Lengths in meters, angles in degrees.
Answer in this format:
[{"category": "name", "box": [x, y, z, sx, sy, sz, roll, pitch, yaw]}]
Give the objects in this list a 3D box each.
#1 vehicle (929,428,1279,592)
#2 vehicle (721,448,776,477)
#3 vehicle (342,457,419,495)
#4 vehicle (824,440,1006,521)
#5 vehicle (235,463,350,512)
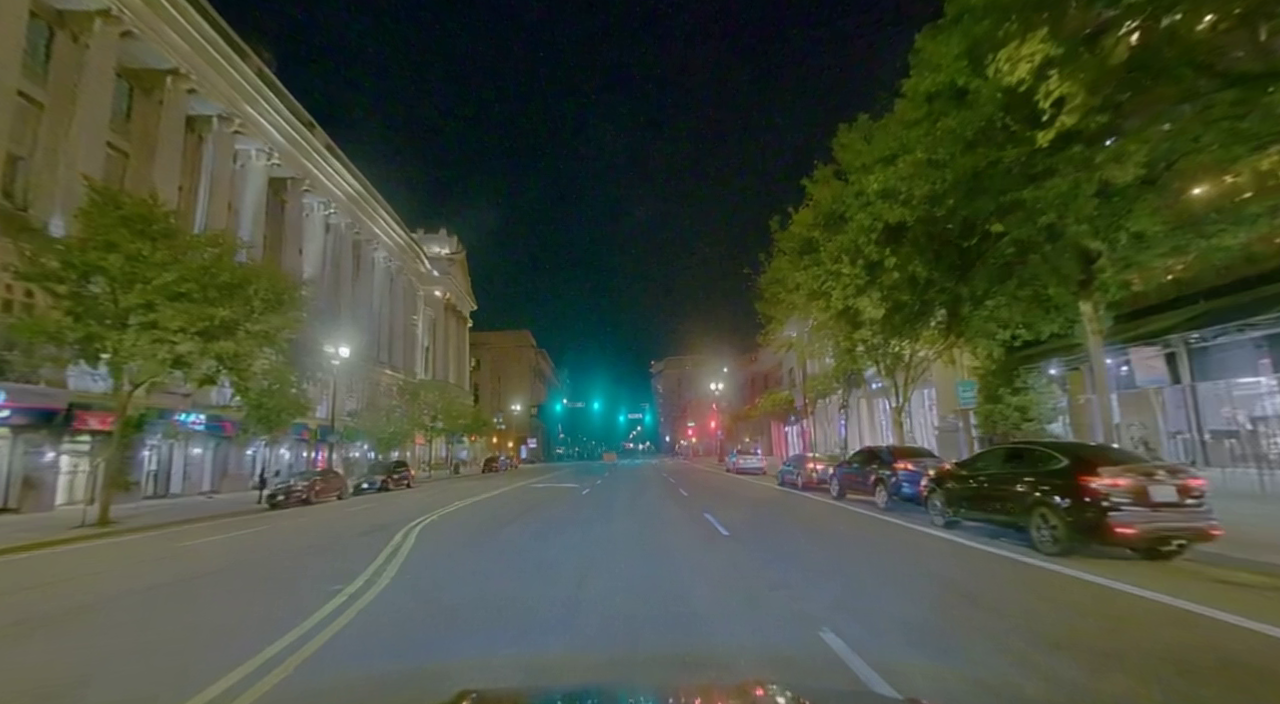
[{"category": "vehicle", "box": [6.037, 1.880, 8.530, 1.923, 1.554, 4.712, 0, -8, -2]}, {"category": "vehicle", "box": [5.982, 6.131, 35.339, 2.091, 1.445, 4.678, 0, -9, -2]}, {"category": "vehicle", "box": [-12.634, 6.037, 31.122, 1.911, 1.558, 4.793, -3, -9, -2]}, {"category": "vehicle", "box": [5.827, 2.751, 14.169, 1.849, 1.491, 4.626, 0, -9, -2]}, {"category": "vehicle", "box": [-12.628, 4.919, 23.347, 1.828, 1.462, 4.421, 0, -8, -2]}]
